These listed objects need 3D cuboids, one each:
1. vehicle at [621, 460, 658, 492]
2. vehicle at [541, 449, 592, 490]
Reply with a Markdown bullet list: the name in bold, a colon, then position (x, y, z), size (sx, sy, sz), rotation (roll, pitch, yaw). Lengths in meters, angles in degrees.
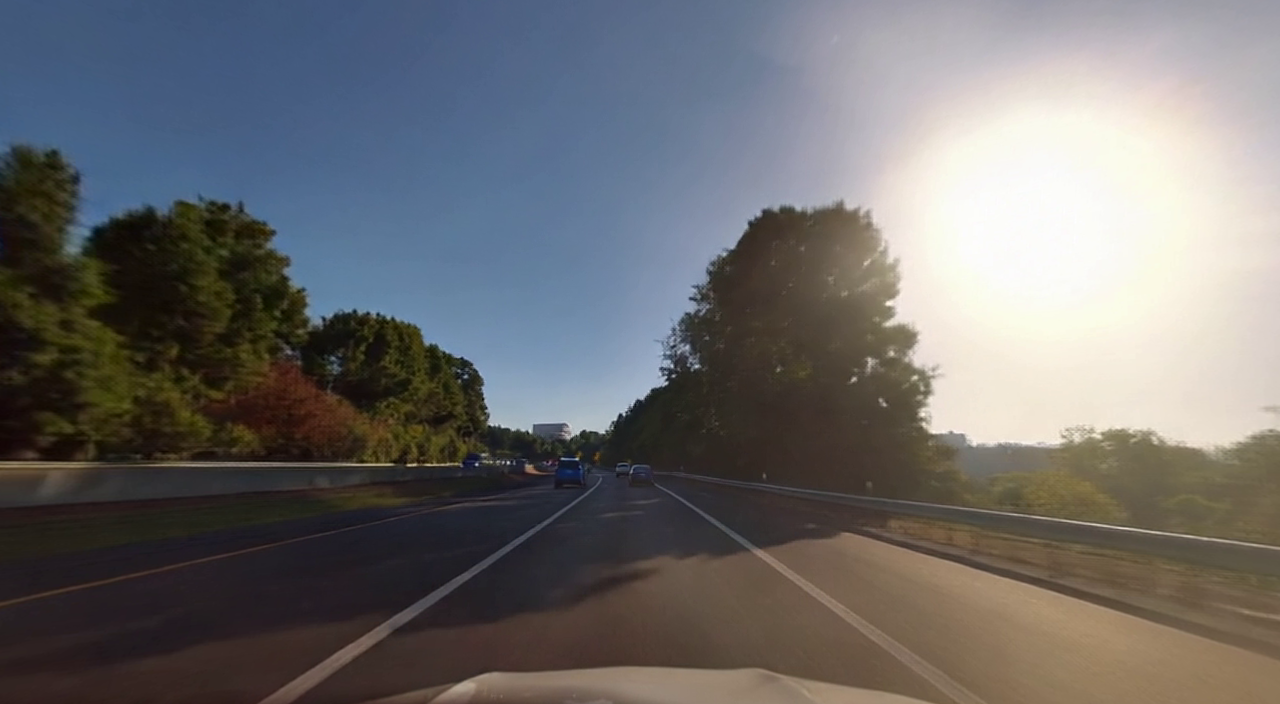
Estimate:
- **vehicle**: position (-0.065, 6.589, 33.630), size (1.905, 1.559, 3.491), rotation (1, -10, -2)
- **vehicle**: position (-4.033, 6.591, 35.454), size (2.237, 2.113, 4.815), rotation (0, -10, 0)
